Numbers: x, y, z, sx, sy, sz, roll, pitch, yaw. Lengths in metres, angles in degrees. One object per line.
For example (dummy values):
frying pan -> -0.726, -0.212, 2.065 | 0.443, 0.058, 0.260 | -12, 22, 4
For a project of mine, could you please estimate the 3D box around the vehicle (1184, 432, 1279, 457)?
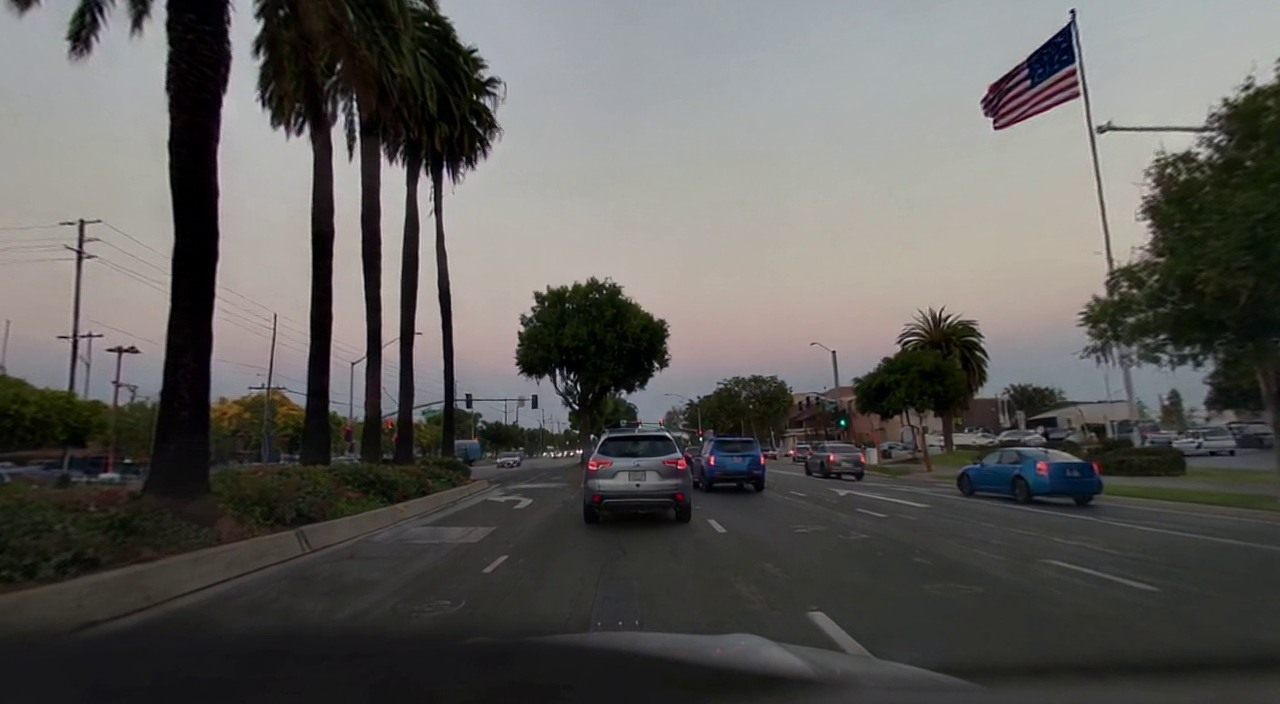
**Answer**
vehicle -> 36.388, 5.730, 38.958 | 1.839, 1.455, 4.395 | 0, -9, 2

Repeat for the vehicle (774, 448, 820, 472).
vehicle -> 10.167, 6.988, 41.137 | 1.855, 1.495, 4.143 | 0, -8, -1

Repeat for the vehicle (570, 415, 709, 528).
vehicle -> -0.047, 2.403, 13.261 | 2.402, 1.938, 4.535 | 0, -8, -1

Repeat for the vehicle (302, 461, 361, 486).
vehicle -> -21.737, 8.581, 44.678 | 1.873, 1.484, 4.571 | -2, -8, 0

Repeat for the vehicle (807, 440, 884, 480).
vehicle -> 10.036, 5.302, 31.344 | 2.155, 1.779, 4.582 | 0, -8, -2

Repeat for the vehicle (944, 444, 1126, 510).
vehicle -> 9.939, 3.142, 16.415 | 1.967, 1.485, 4.267 | 0, -8, 0

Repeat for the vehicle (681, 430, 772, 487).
vehicle -> 3.332, 4.320, 25.956 | 2.773, 2.021, 6.212 | 0, -8, -1
